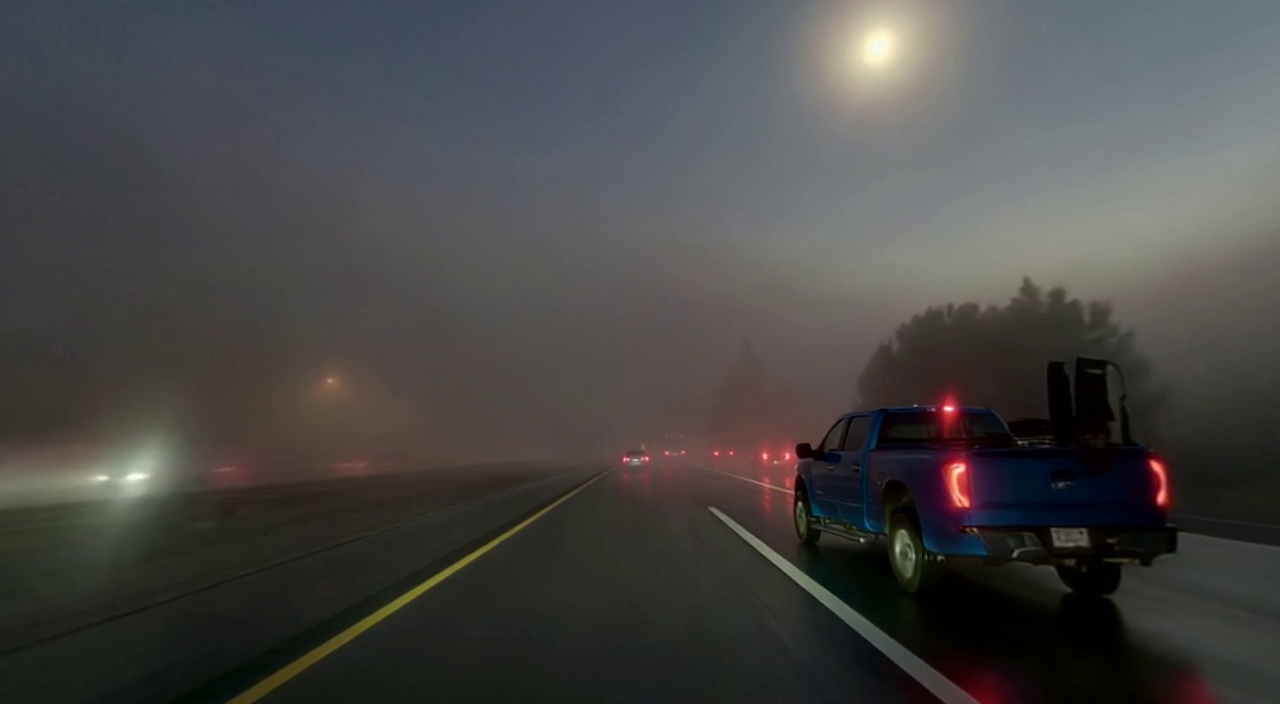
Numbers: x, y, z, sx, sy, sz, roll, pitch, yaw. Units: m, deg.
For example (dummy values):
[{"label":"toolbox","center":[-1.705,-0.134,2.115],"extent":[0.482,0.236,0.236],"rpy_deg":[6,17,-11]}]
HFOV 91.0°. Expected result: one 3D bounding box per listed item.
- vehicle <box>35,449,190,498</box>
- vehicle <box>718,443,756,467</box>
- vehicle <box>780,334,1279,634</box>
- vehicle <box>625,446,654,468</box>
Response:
[{"label":"vehicle","center":[-21.477,4.938,26.006],"extent":[2.094,1.777,4.830],"rpy_deg":[0,-9,1]},{"label":"vehicle","center":[7.289,7.761,47.776],"extent":[2.189,1.704,4.521],"rpy_deg":[0,-9,0]},{"label":"vehicle","center":[3.448,1.316,7.218],"extent":[2.354,2.079,5.586],"rpy_deg":[0,-9,0]},{"label":"vehicle","center":[-0.042,7.602,45.723],"extent":[2.030,1.473,3.926],"rpy_deg":[0,-9,0]}]
